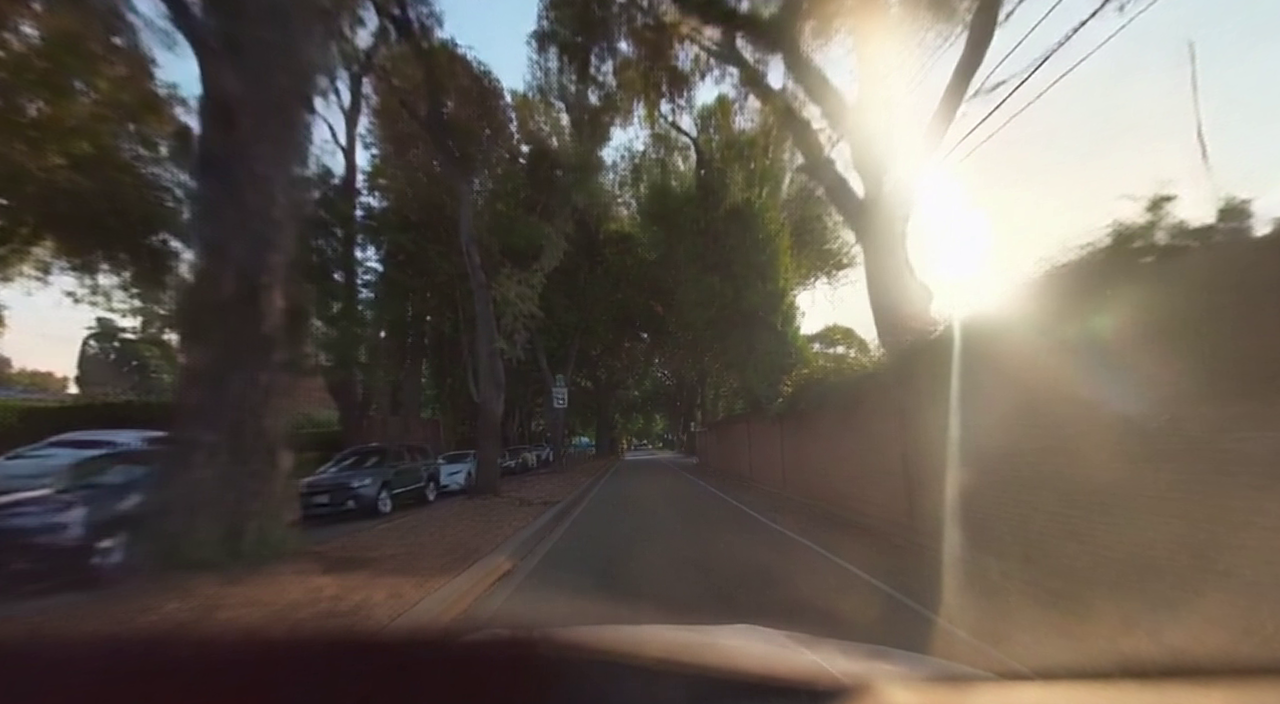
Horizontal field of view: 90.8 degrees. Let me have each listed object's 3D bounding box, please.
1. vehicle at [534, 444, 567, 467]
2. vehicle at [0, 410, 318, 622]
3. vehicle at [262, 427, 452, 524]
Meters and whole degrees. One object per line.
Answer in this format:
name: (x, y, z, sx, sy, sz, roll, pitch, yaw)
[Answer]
vehicle: (-6.644, 7.708, 47.425, 1.952, 1.514, 4.630, 1, -8, -2)
vehicle: (-6.357, 1.748, 7.985, 2.009, 1.820, 4.821, 1, -8, 0)
vehicle: (-6.256, 2.741, 14.844, 1.976, 1.805, 5.123, 1, -8, 1)
